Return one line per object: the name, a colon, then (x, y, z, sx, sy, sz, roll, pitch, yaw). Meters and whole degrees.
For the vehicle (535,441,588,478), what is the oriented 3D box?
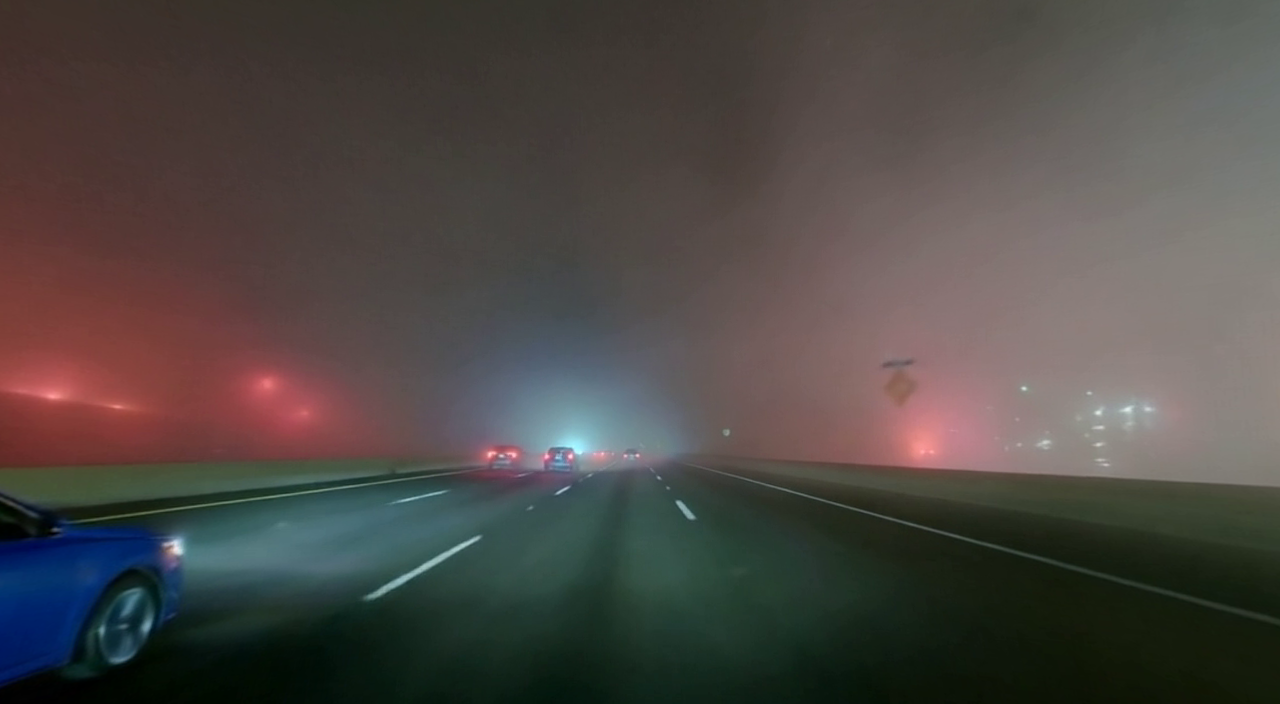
vehicle: (-3.848, 5.362, 31.668, 2.075, 1.702, 4.257, 0, -9, 0)

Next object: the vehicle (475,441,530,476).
vehicle: (-7.776, 6.072, 36.302, 2.040, 1.824, 4.917, 0, -9, 0)

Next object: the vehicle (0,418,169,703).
vehicle: (-4.050, 0.873, 1.690, 2.114, 1.480, 4.473, 0, -9, 0)
